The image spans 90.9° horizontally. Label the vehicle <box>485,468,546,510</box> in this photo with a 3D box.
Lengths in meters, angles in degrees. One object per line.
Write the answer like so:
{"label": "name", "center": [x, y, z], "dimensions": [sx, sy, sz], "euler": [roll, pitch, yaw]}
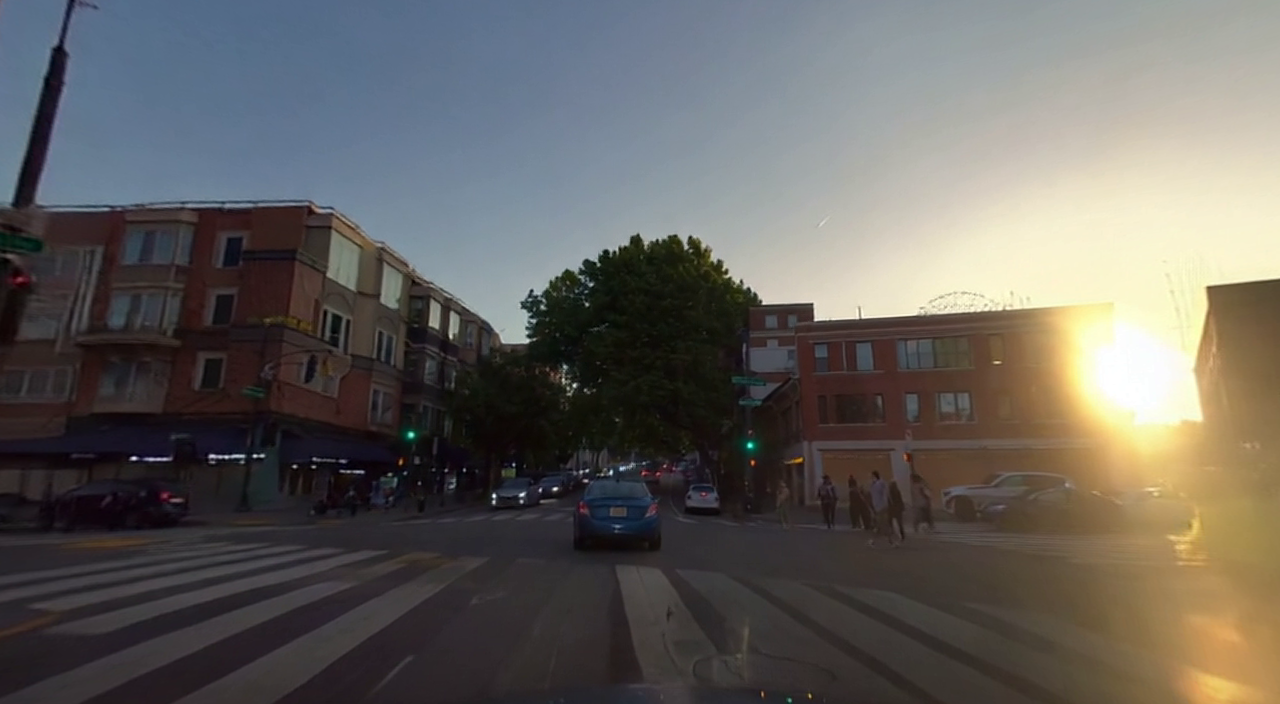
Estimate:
{"label": "vehicle", "center": [-6.447, 7.142, 33.242], "dimensions": [2.226, 1.896, 4.438], "euler": [0, -9, 1]}

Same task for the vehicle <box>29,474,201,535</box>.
{"label": "vehicle", "center": [-19.814, 5.731, 23.938], "dimensions": [4.750, 2.083, 2.002], "euler": [-1, -9, 3]}

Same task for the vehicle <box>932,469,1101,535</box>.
{"label": "vehicle", "center": [14.378, 5.708, 24.354], "dimensions": [4.974, 2.266, 2.324], "euler": [0, -9, -2]}

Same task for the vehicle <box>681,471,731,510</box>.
{"label": "vehicle", "center": [3.379, 7.210, 33.082], "dimensions": [1.908, 1.741, 4.066], "euler": [0, -9, -4]}

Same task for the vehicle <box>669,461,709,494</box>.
{"label": "vehicle", "center": [3.238, 8.373, 42.367], "dimensions": [2.365, 1.994, 4.259], "euler": [0, -9, 0]}

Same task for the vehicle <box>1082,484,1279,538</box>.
{"label": "vehicle", "center": [20.497, 6.022, 24.090], "dimensions": [5.345, 1.747, 2.410], "euler": [0, -9, 1]}
